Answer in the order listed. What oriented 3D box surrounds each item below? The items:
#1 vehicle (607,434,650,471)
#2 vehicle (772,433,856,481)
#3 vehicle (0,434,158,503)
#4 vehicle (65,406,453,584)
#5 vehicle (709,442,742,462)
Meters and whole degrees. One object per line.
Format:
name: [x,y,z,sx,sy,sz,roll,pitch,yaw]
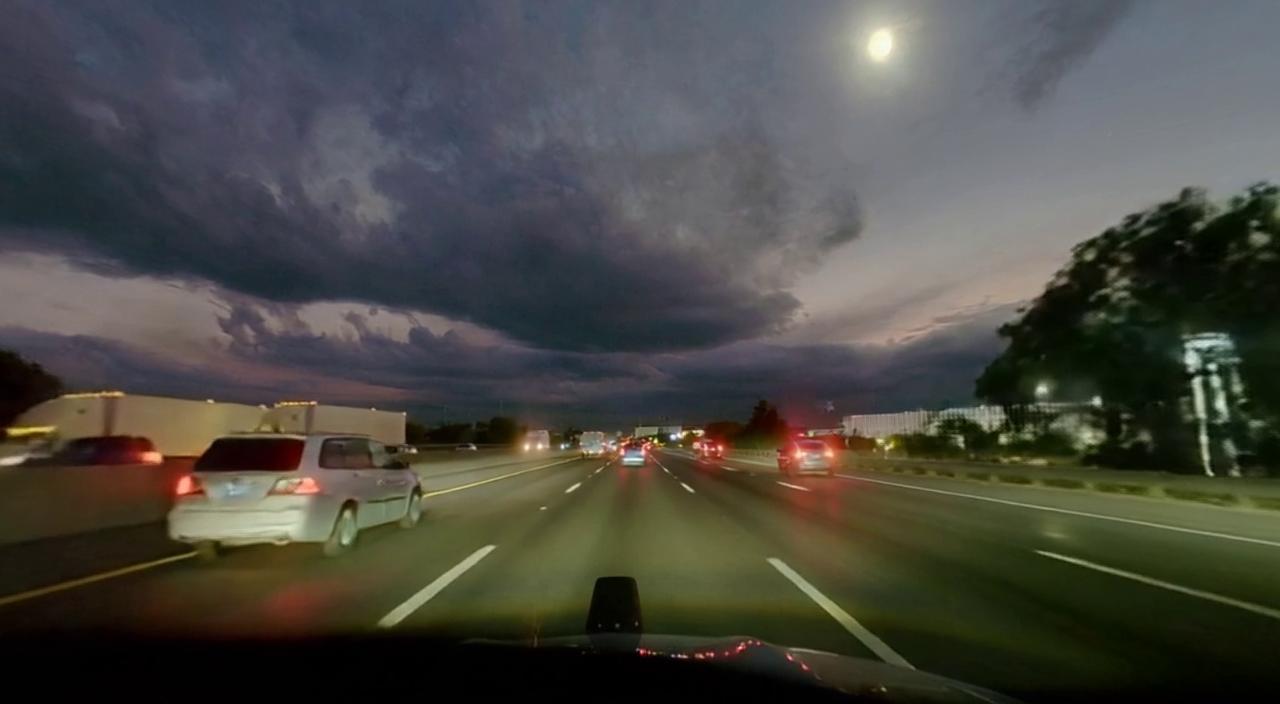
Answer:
vehicle: [-0.528,5.089,32.139,2.002,1.759,4.658,0,-8,0]
vehicle: [6.540,3.993,24.232,1.944,1.666,4.184,0,-9,-1]
vehicle: [-13.788,2.743,15.210,1.599,1.438,3.419,0,-9,0]
vehicle: [-4.220,1.669,8.225,2.126,1.631,4.643,0,-8,0]
vehicle: [6.632,7.795,49.269,1.879,1.428,4.402,0,-9,-1]
